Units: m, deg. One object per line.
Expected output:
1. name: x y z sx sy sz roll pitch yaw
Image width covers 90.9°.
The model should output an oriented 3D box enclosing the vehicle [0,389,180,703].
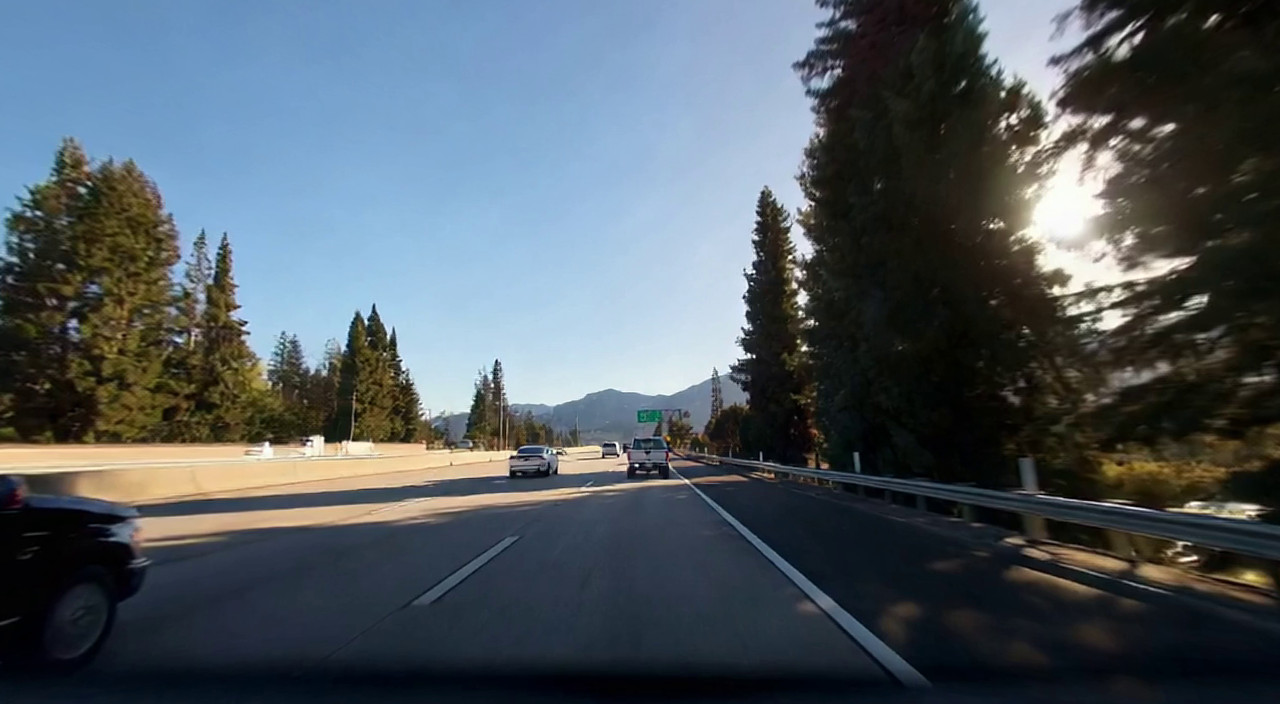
1. vehicle: -4.024 0.846 2.030 1.959 1.604 4.065 0 -9 0

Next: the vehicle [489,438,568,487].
1. vehicle: -4.027 4.052 23.465 2.106 1.651 4.040 -1 -9 1

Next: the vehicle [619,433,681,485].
1. vehicle: 0.369 4.223 25.317 2.229 1.837 5.387 0 -8 0
